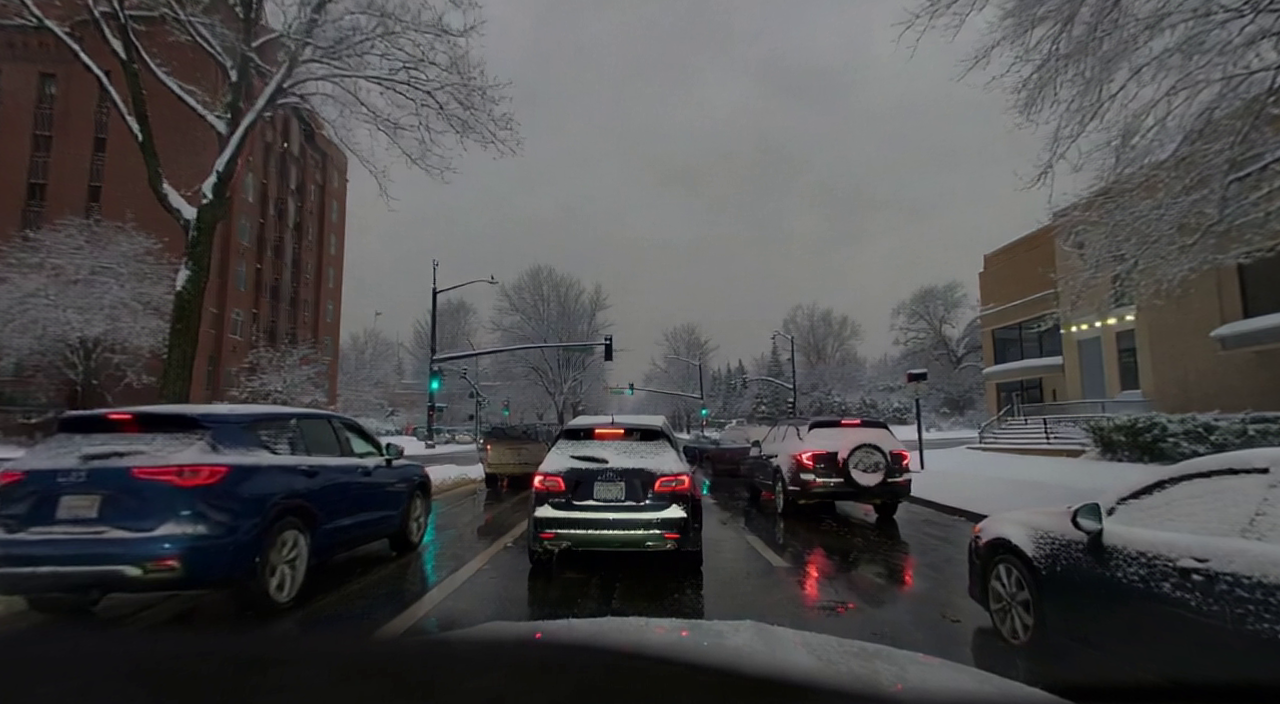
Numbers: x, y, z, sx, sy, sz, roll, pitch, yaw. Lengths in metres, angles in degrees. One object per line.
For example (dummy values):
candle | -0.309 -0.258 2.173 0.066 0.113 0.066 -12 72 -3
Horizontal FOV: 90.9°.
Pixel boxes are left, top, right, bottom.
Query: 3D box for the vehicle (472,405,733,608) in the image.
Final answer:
vehicle | -0.353 1.585 7.427 2.114 1.631 4.459 0 -8 -1

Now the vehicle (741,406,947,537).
vehicle | 3.340 2.085 11.539 2.117 1.879 4.715 0 -8 -1

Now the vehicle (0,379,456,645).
vehicle | -3.750 1.386 6.566 2.141 1.718 4.809 0 -8 1

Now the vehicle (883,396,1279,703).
vehicle | 3.250 1.068 3.393 2.045 1.459 4.462 0 -8 -1
